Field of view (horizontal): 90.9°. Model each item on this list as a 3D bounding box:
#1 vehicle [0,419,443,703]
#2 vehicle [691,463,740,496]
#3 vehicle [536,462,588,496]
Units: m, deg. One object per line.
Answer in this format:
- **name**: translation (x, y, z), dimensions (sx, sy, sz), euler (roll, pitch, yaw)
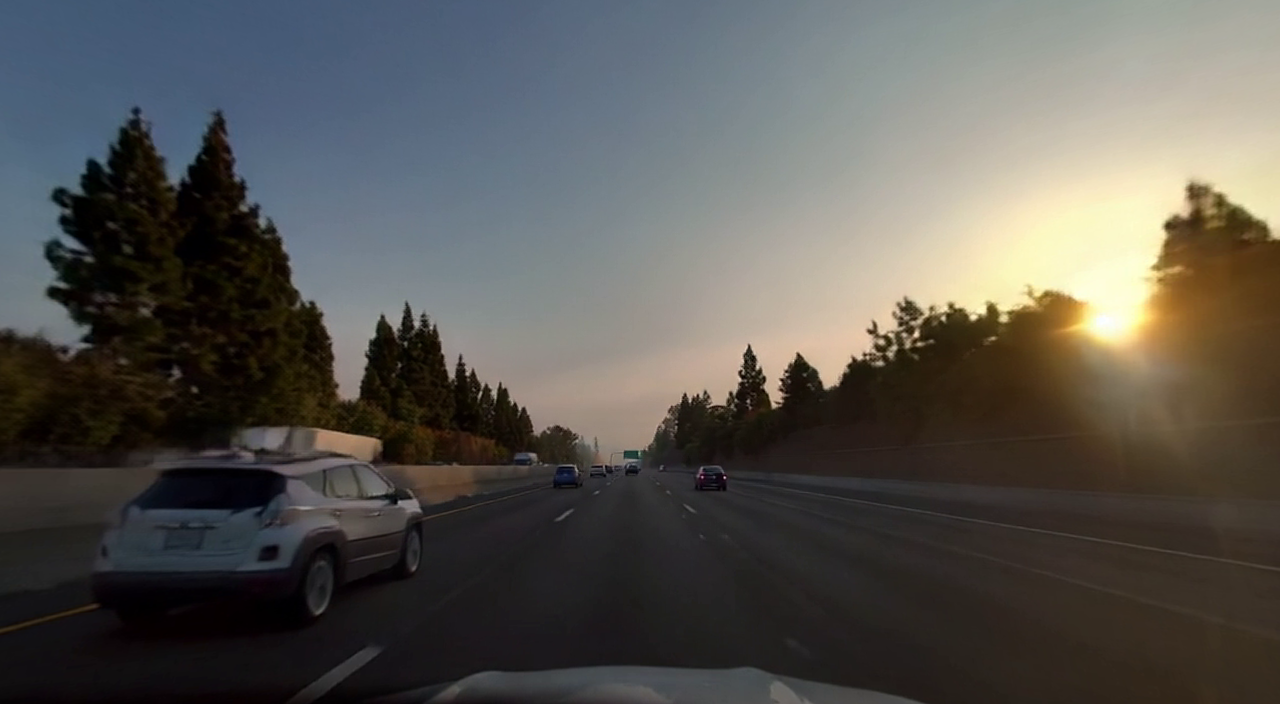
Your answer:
- **vehicle**: translation (-3.541, 1.520, 5.604), dimensions (2.004, 1.468, 4.812), euler (1, -11, 0)
- **vehicle**: translation (3.724, 6.389, 31.791), dimensions (1.981, 1.516, 4.109), euler (1, -11, 0)
- **vehicle**: translation (-3.686, 6.111, 30.507), dimensions (2.000, 1.484, 3.995), euler (1, -11, -1)
